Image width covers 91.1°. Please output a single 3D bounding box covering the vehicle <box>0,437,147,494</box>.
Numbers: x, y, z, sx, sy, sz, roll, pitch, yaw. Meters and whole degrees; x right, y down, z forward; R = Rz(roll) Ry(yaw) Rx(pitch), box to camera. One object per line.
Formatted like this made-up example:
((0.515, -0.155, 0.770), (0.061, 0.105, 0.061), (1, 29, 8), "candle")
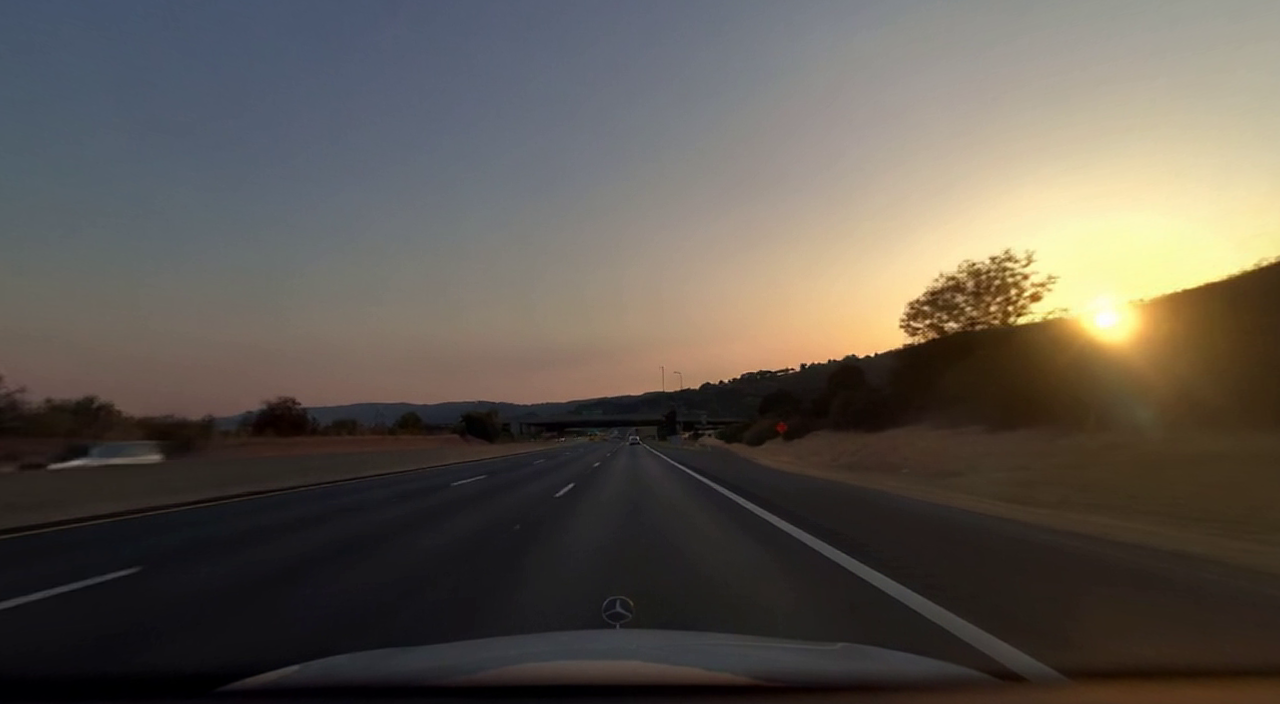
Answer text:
((-19.333, 3.617, 20.662), (2.048, 1.610, 5.199), (0, -8, 0), "vehicle")
